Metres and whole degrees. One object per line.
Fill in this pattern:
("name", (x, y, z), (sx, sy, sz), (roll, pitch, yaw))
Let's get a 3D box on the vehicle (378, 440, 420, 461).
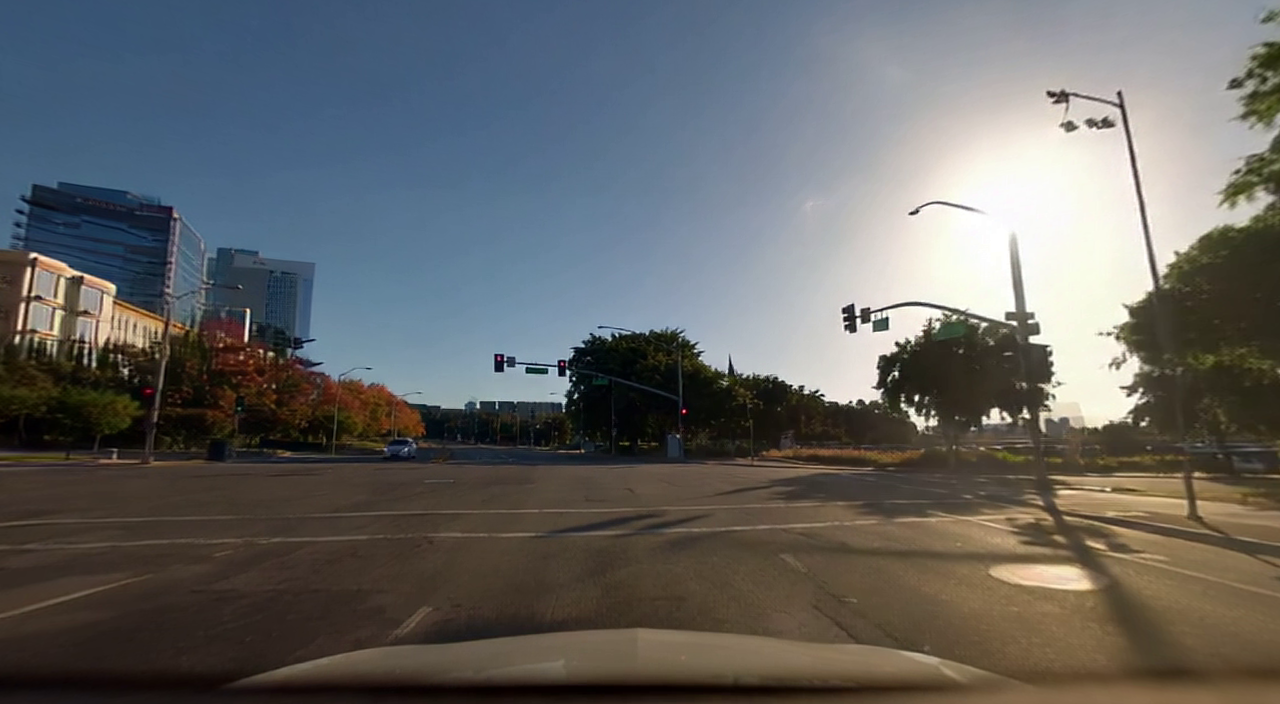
("vehicle", (-17.420, 7.137, 45.868), (1.969, 1.464, 4.485), (1, -9, -10))
